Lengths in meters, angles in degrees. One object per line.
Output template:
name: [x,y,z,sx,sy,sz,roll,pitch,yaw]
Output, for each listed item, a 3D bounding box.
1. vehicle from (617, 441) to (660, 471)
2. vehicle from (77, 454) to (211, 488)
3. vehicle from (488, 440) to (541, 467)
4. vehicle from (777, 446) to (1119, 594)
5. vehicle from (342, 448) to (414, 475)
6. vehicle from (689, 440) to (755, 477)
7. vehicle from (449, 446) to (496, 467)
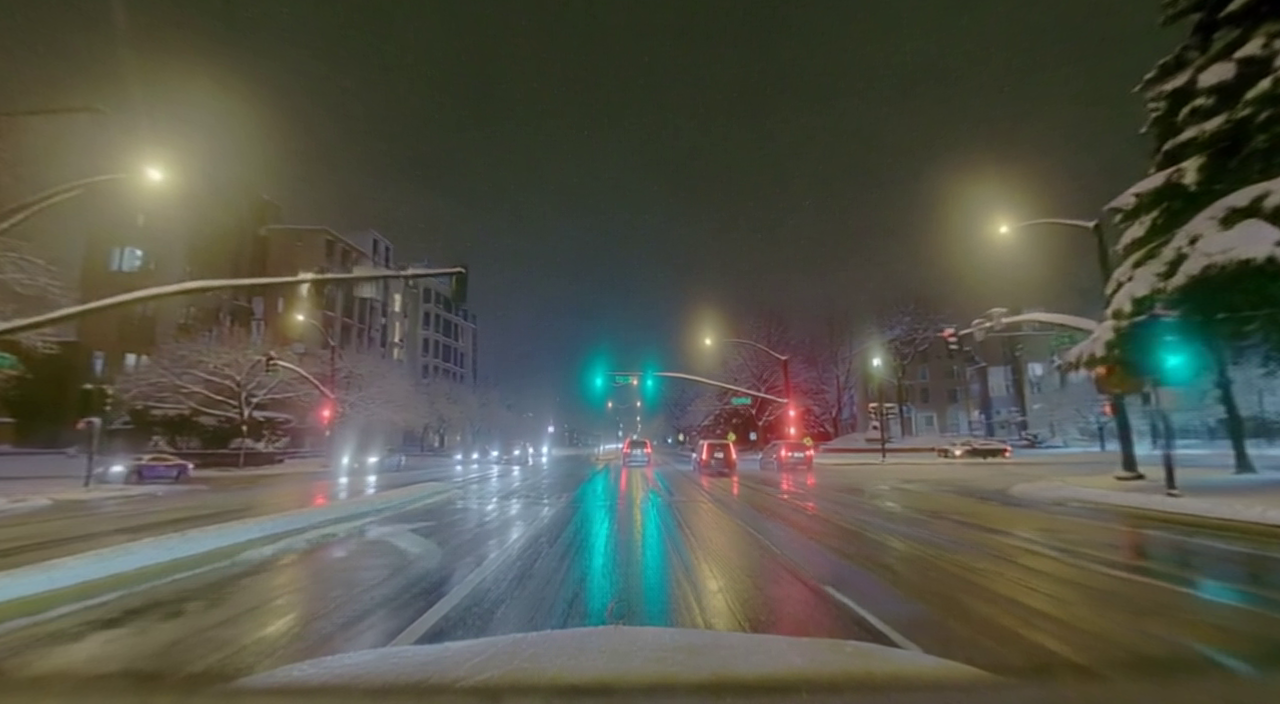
vehicle: [-0.095,5.468,33.361,2.143,1.480,4.006,0,-8,0]
vehicle: [-23.565,5.638,30.143,4.751,1.501,2.147,-1,-8,5]
vehicle: [-8.494,6.919,43.223,2.590,1.769,4.827,0,-8,0]
vehicle: [3.308,1.868,8.028,2.080,1.321,4.382,0,-8,-1]
vehicle: [-15.310,6.402,37.188,2.144,1.463,4.701,0,-8,1]
vehicle: [3.585,4.761,28.484,2.226,1.490,4.593,0,-8,-2]
vehicle: [-12.219,7.638,46.385,2.181,1.440,4.253,0,-8,1]
